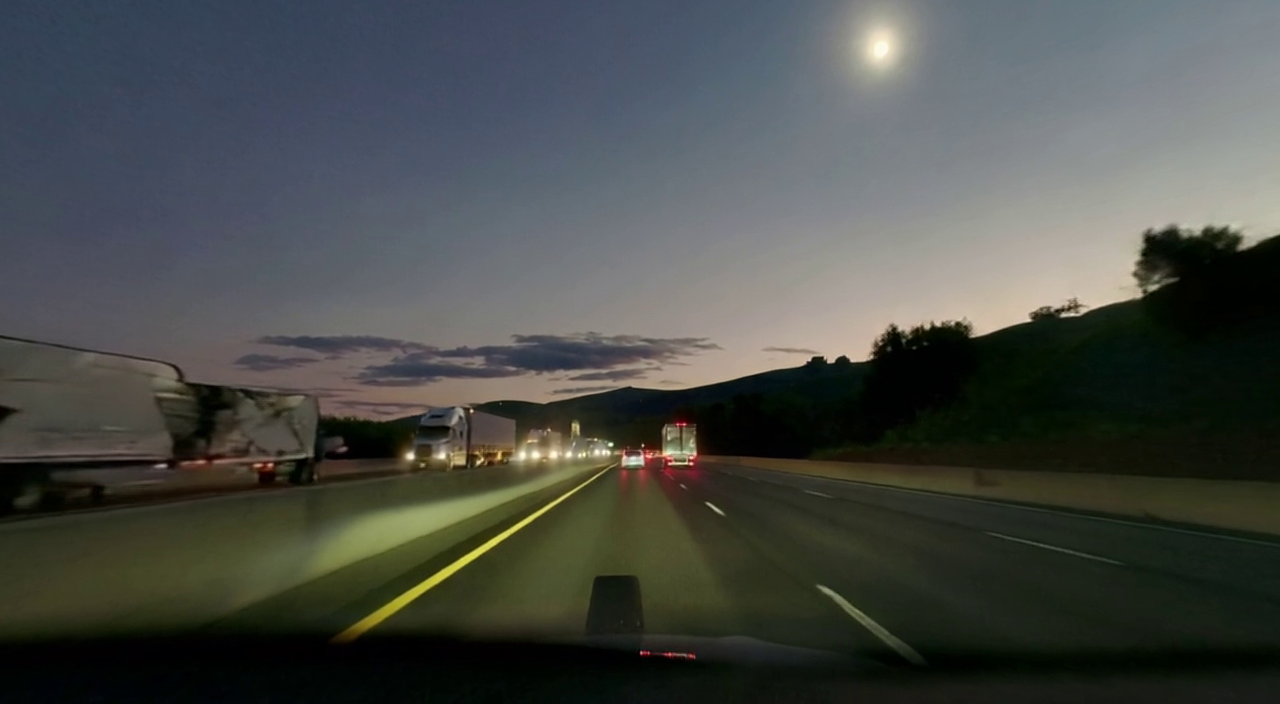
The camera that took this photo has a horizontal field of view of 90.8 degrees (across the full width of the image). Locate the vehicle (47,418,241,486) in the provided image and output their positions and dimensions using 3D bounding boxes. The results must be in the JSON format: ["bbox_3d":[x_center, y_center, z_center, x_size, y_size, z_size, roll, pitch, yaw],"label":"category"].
[{"bbox_3d":[-12.717,2.599,16.549,2.082,1.570,3.684,0,-9,-1],"label":"vehicle"}]

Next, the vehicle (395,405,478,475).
[{"bbox_3d":[-12.426,5.489,39.268,2.951,3.988,6.237,0,-9,0],"label":"vehicle"}]

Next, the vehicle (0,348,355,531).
[{"bbox_3d":[-12.754,2.665,18.961,2.668,3.618,12.856,0,-9,-1],"label":"vehicle"}]
